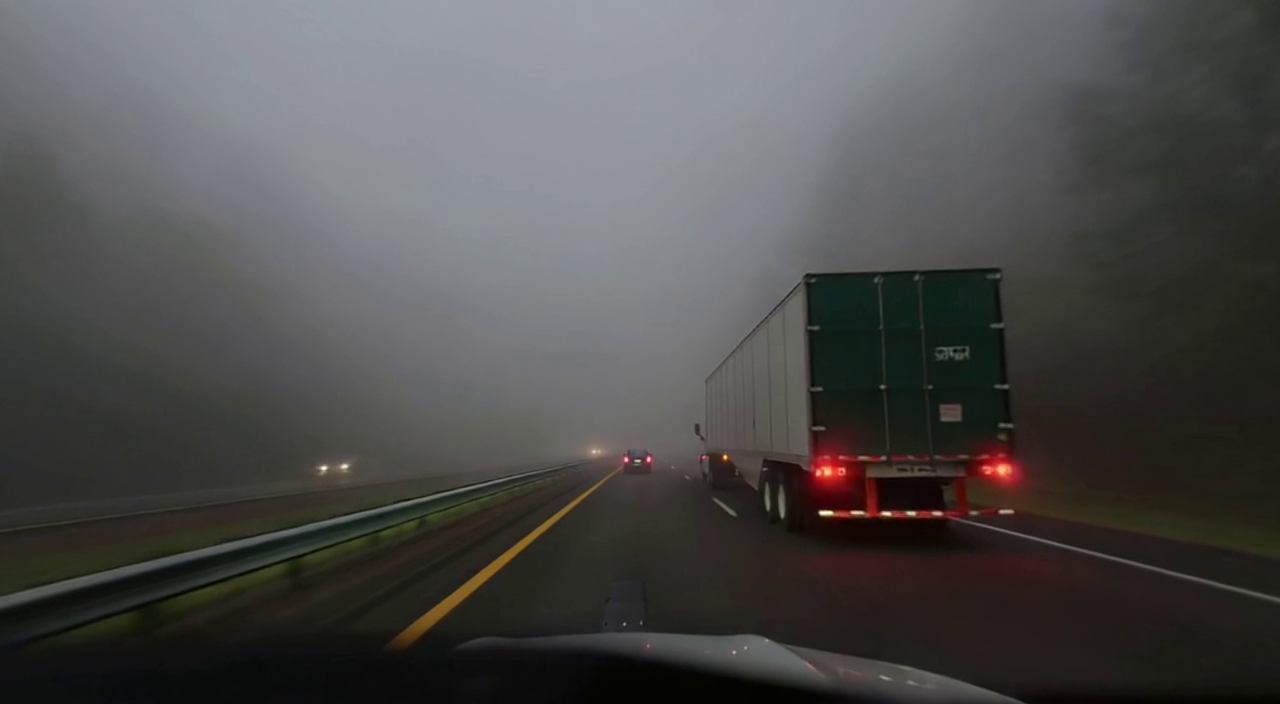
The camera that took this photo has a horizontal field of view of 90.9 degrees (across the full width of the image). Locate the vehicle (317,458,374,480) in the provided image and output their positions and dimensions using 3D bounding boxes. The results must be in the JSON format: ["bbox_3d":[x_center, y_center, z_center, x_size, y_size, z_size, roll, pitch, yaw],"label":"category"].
[{"bbox_3d":[-21.486,8.514,46.211,1.835,1.429,4.711,-1,-9,1],"label":"vehicle"}]

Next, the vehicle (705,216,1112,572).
[{"bbox_3d":[3.857,1.591,15.254,2.929,4.158,15.921,0,-9,0],"label":"vehicle"}]

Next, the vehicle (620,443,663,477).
[{"bbox_3d":[0.102,5.306,31.180,1.968,1.515,4.025,0,-9,1],"label":"vehicle"}]
